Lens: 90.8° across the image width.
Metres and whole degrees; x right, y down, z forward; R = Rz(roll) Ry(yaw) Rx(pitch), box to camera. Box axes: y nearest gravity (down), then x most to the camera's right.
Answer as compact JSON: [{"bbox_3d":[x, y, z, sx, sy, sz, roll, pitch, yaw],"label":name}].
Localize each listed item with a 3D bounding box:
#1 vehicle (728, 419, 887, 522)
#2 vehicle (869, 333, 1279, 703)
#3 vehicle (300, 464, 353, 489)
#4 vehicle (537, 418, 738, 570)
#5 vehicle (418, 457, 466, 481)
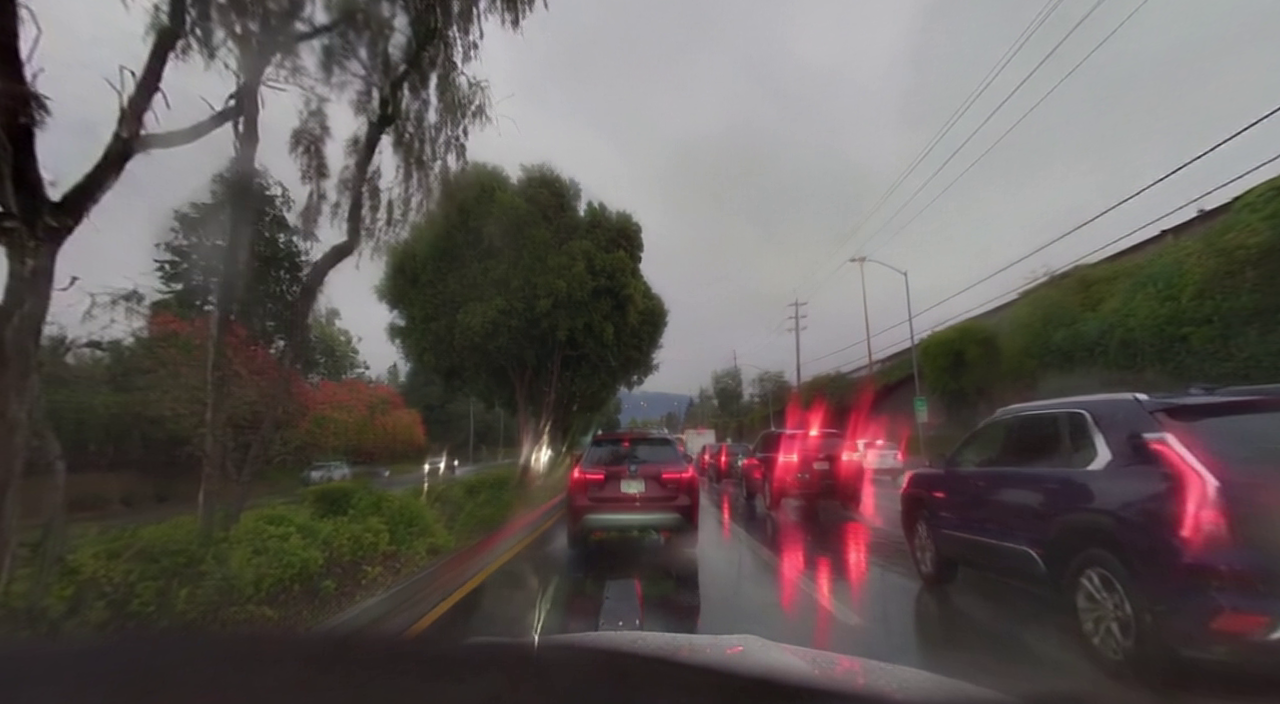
[{"bbox_3d":[3.318,2.453,13.621,2.097,1.818,4.625,0,-8,-1],"label":"vehicle"},{"bbox_3d":[3.520,1.073,4.697,2.001,1.707,4.250,0,-8,0],"label":"vehicle"},{"bbox_3d":[-22.835,9.067,46.144,1.847,1.554,3.926,0,-8,-1],"label":"vehicle"},{"bbox_3d":[-0.058,1.869,9.101,2.199,1.641,4.232,0,-8,-1],"label":"vehicle"},{"bbox_3d":[-13.803,8.186,44.387,1.960,1.491,4.700,0,-8,-1],"label":"vehicle"}]
